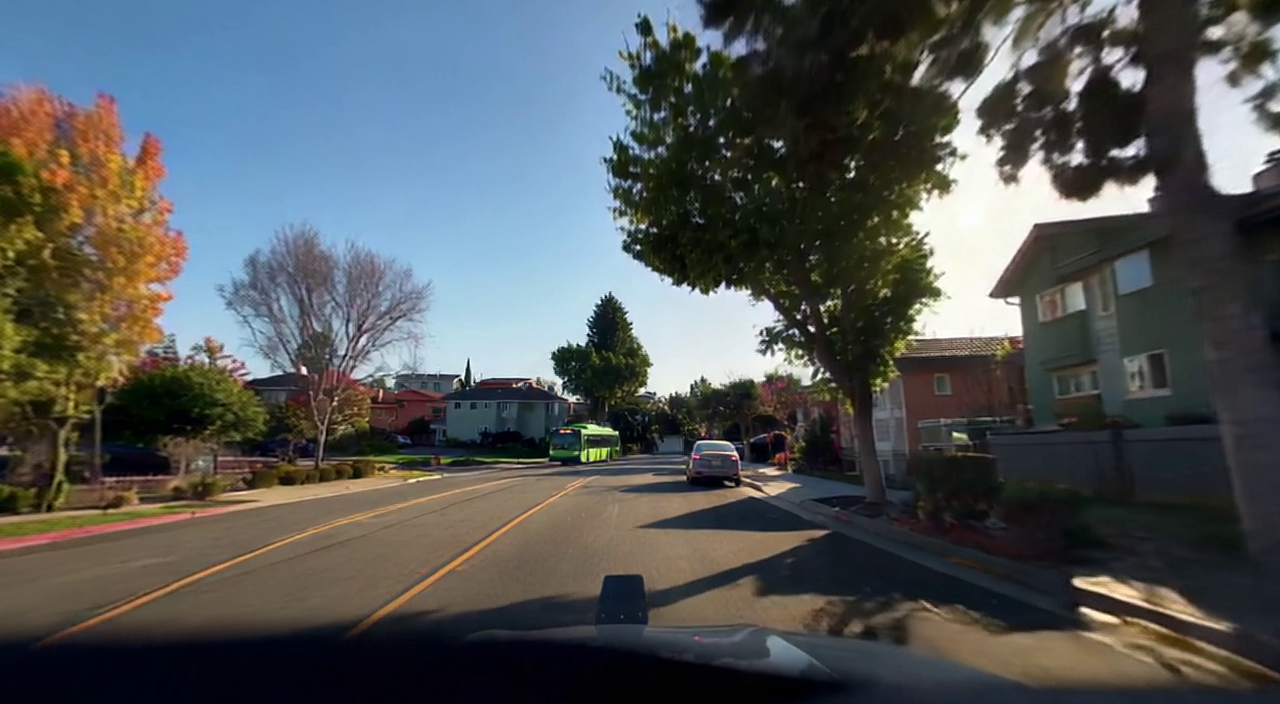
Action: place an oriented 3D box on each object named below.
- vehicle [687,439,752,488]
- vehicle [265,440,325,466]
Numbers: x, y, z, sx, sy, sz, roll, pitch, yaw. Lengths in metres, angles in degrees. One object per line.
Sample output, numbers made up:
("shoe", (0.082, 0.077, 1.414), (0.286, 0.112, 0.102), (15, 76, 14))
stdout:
("vehicle", (2.781, 3.982, 22.840), (1.984, 1.601, 3.994), (0, -9, 2))
("vehicle", (-24.876, 7.271, 45.737), (2.006, 1.766, 4.685), (1, -9, -6))
